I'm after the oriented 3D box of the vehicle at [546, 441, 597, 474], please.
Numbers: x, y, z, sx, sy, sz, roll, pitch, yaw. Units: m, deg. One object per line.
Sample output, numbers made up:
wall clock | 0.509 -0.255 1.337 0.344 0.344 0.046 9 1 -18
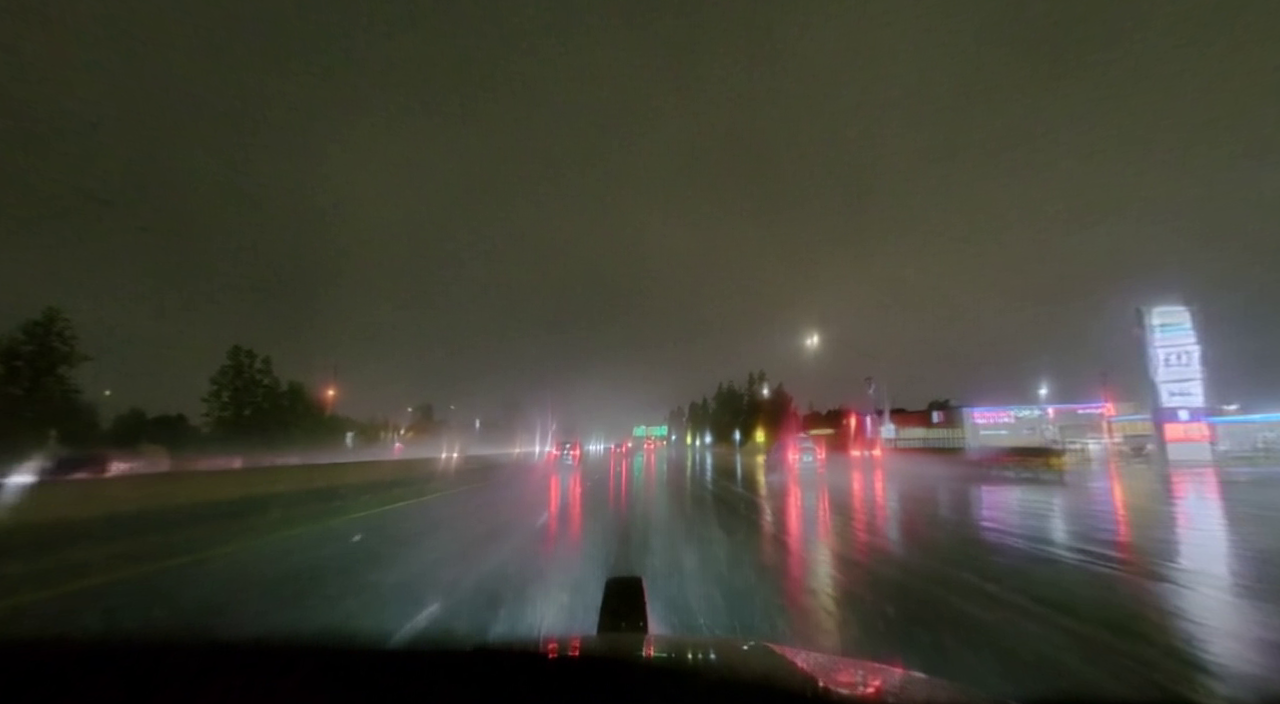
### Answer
vehicle | -3.420 5.355 32.260 2.114 1.510 4.186 -1 -8 1
